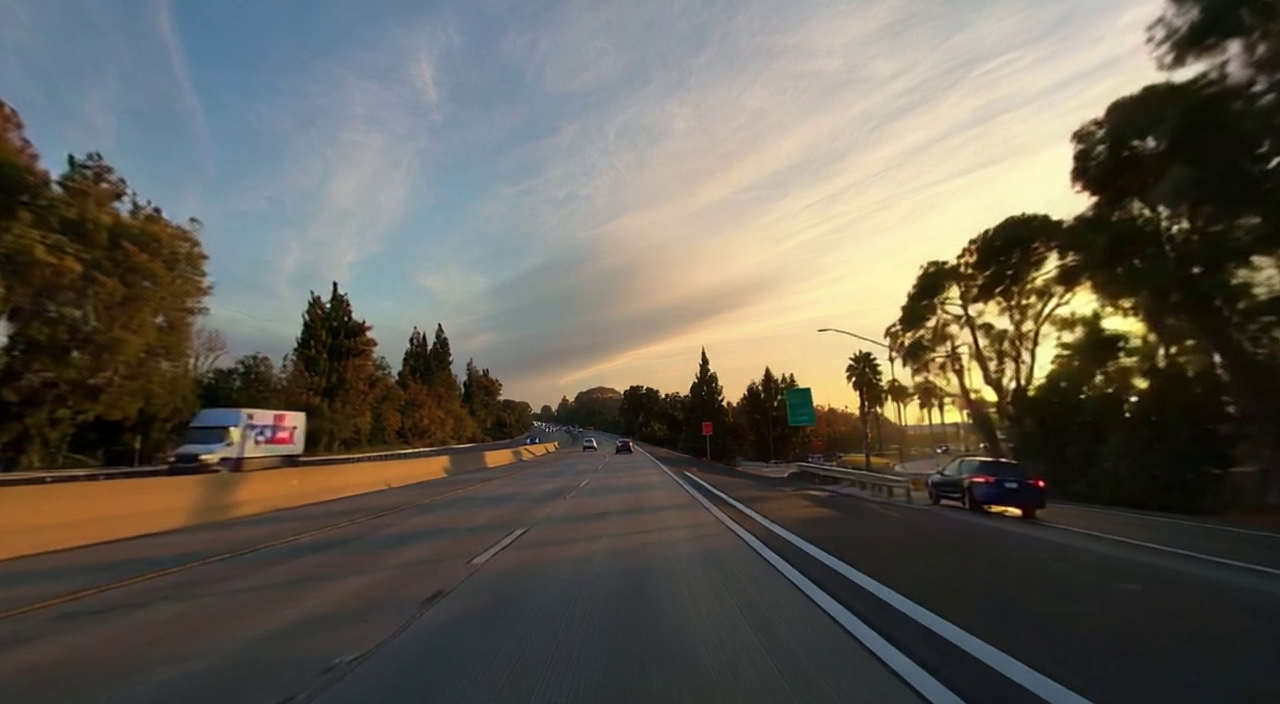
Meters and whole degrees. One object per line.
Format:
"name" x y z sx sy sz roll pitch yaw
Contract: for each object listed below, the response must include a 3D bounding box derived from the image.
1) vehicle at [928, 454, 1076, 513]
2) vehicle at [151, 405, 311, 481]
"vehicle" 10.818 3.948 19.291 2.037 1.487 4.962 1 -10 6
"vehicle" -17.779 4.066 27.971 2.463 2.938 7.002 0 -8 -1
